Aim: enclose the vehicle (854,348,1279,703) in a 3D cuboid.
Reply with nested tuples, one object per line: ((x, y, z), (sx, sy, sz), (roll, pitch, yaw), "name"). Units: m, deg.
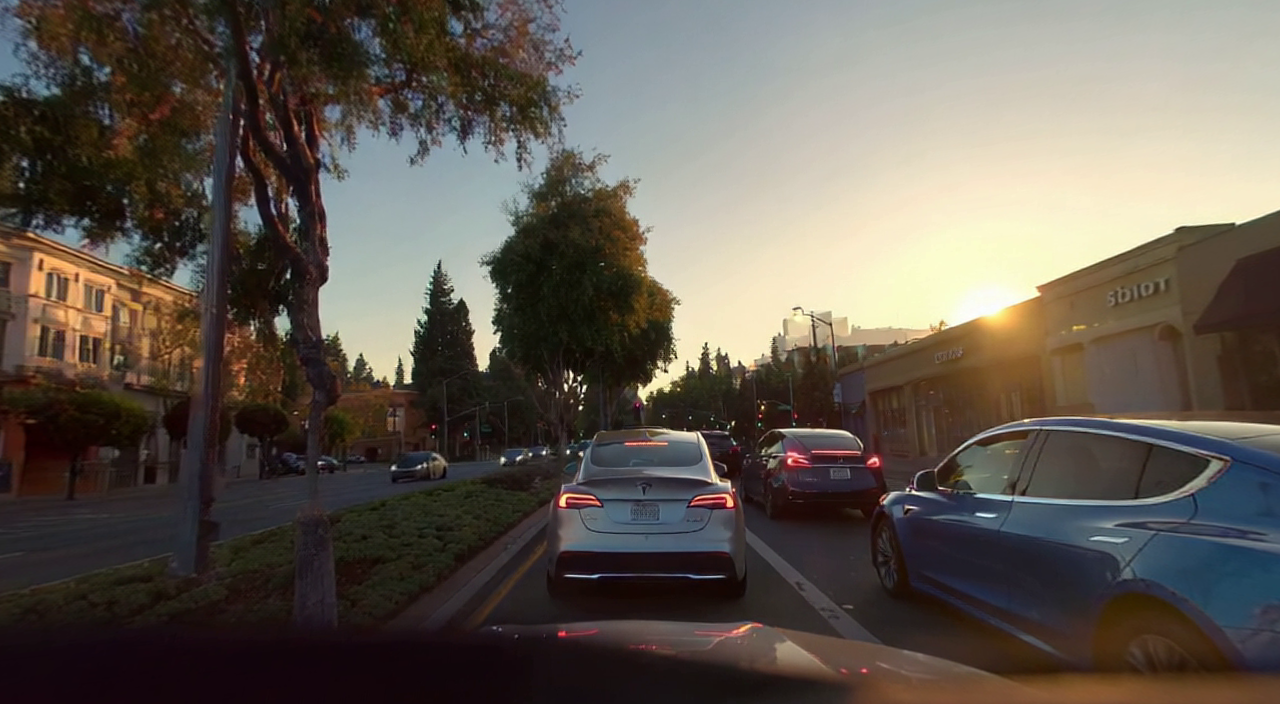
((3.183, 1.098, 4.046), (2.038, 1.651, 4.455), (0, -8, 0), "vehicle")

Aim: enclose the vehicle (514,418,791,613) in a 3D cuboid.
((0.105, 1.558, 6.916), (2.137, 1.488, 3.938), (0, -8, 0), "vehicle")

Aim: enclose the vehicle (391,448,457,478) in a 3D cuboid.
((-11.588, 5.988, 34.191), (1.892, 1.479, 4.355), (-1, -8, 2), "vehicle")
